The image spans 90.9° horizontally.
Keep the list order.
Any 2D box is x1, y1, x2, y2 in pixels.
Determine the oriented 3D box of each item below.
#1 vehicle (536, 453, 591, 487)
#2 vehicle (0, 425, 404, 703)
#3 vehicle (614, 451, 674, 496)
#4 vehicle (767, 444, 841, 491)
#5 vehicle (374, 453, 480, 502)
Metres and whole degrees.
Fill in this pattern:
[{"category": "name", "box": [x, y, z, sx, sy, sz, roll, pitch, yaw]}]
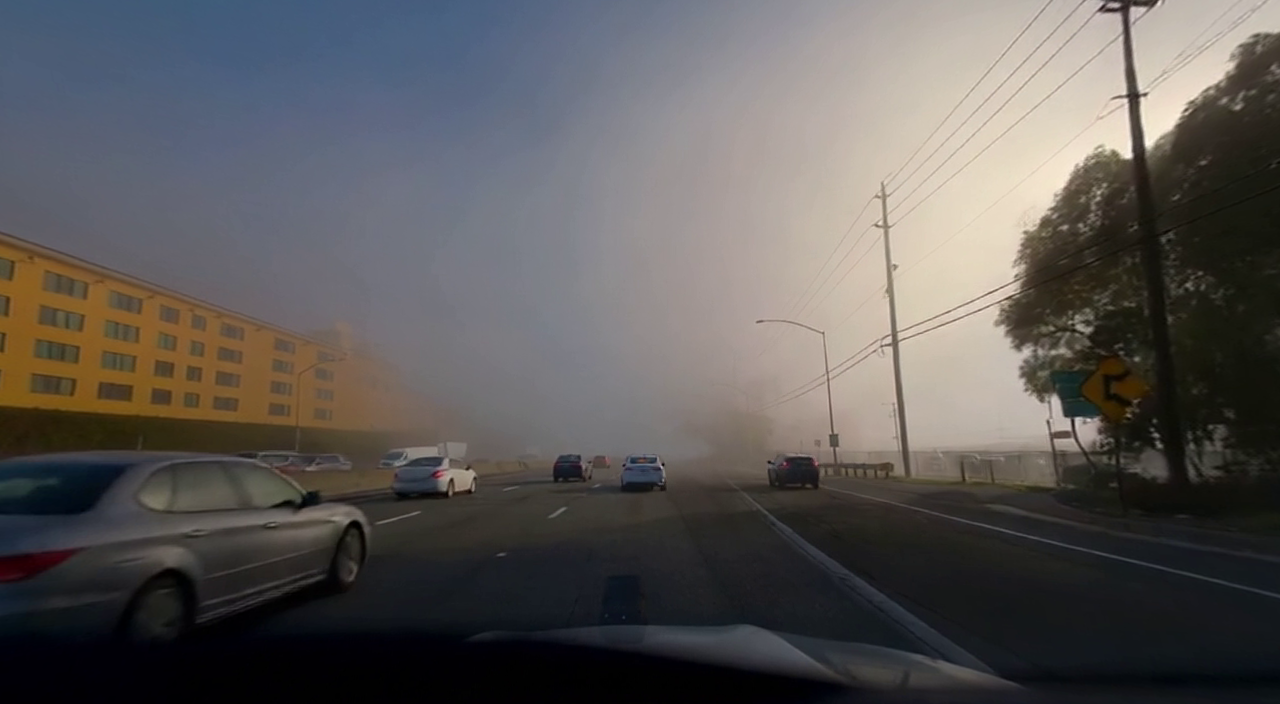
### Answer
[{"category": "vehicle", "box": [-3.612, 5.689, 30.608, 2.034, 1.466, 4.363, -1, -9, 1]}, {"category": "vehicle", "box": [-3.854, 1.449, 5.077, 2.059, 1.508, 4.662, -1, -9, 0]}, {"category": "vehicle", "box": [0.138, 4.654, 24.475, 2.107, 1.538, 3.999, -1, -9, 0]}, {"category": "vehicle", "box": [6.915, 4.908, 27.126, 2.106, 1.817, 4.845, -1, -9, 3]}, {"category": "vehicle", "box": [-7.345, 4.345, 22.346, 2.069, 1.488, 4.780, -1, -9, 1]}]
